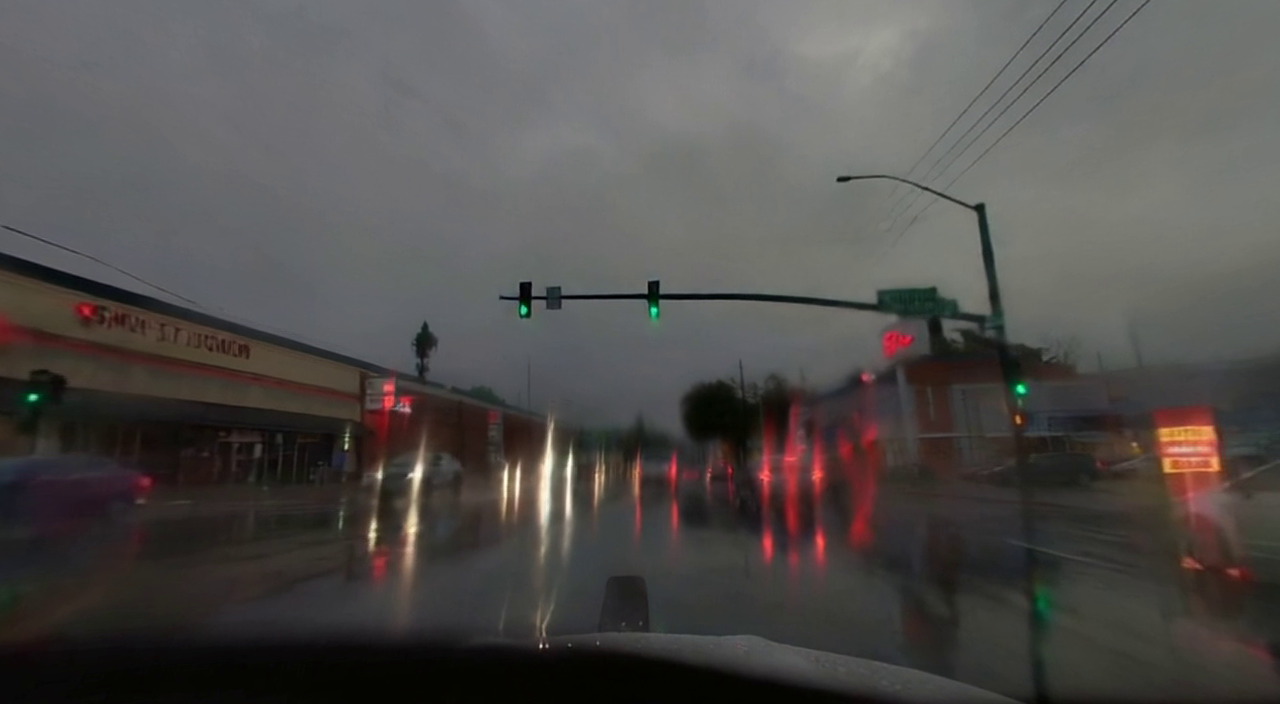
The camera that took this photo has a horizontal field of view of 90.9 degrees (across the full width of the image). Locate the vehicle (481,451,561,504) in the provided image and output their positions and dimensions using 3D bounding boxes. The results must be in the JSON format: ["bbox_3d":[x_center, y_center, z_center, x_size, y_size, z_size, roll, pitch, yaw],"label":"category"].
[{"bbox_3d":[-4.399,4.678,24.044,2.041,1.494,4.647,-3,-6,1],"label":"vehicle"}]

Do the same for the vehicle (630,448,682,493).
[{"bbox_3d":[0.771,5.396,29.155,2.210,1.861,4.280,-1,-8,3],"label":"vehicle"}]

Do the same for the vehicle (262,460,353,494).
[{"bbox_3d":[-18.142,6.825,34.738,2.173,1.695,4.938,0,-9,2],"label":"vehicle"}]

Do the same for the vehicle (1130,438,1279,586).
[{"bbox_3d":[7.361,1.541,5.887,1.911,1.466,4.572,0,-8,0],"label":"vehicle"}]

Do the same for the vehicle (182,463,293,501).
[{"bbox_3d":[-18.520,5.984,29.334,2.125,1.484,4.832,-1,-9,-3],"label":"vehicle"}]

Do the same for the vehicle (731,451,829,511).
[{"bbox_3d":[3.972,3.710,18.738,1.963,1.484,4.609,0,-8,1],"label":"vehicle"}]

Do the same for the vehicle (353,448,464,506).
[{"bbox_3d":[-8.083,4.355,22.572,2.065,1.805,4.668,0,-8,2],"label":"vehicle"}]

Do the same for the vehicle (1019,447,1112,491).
[{"bbox_3d":[16.497,4.439,24.349,4.373,1.399,2.052,7,-10,-44],"label":"vehicle"}]

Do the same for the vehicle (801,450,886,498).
[{"bbox_3d":[8.175,4.887,25.768,2.040,1.738,4.414,0,-8,1],"label":"vehicle"}]

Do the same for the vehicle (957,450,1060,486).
[{"bbox_3d":[16.663,5.177,28.412,4.964,1.453,2.184,7,-11,-37],"label":"vehicle"}]

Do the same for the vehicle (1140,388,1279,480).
[{"bbox_3d":[18.113,2.629,20.141,2.521,2.491,5.455,-7,-9,32],"label":"vehicle"}]

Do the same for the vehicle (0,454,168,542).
[{"bbox_3d":[-11.938,2.753,12.289,1.871,1.453,4.575,0,-8,1],"label":"vehicle"}]

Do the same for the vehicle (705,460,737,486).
[{"bbox_3d":[5.979,8.948,46.986,2.036,1.719,4.318,0,-8,2],"label":"vehicle"}]
